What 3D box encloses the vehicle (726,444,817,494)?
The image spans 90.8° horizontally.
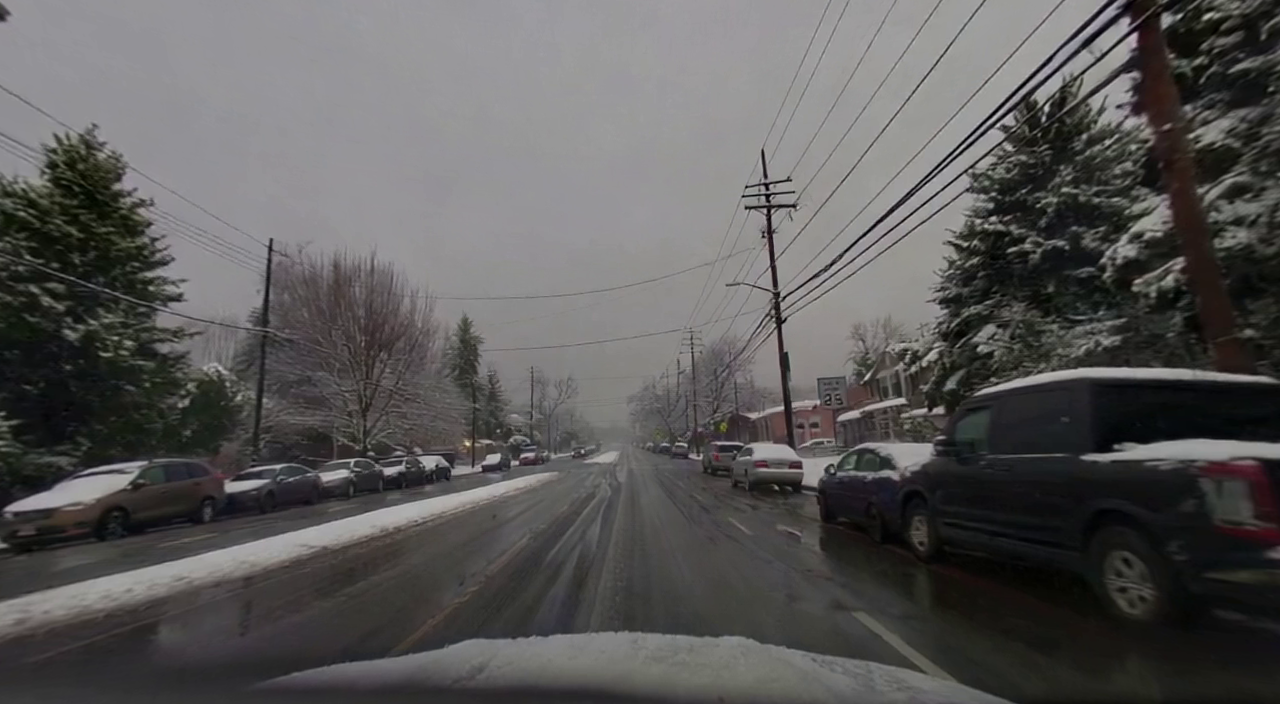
[{"bbox_3d":[4.227,3.851,21.151,1.989,1.471,4.460,0,-9,-1],"label":"vehicle"}]

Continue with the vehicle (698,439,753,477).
[{"bbox_3d":[4.296,5.428,32.481,2.126,1.802,4.259,0,-9,-2],"label":"vehicle"}]

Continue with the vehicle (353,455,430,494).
[{"bbox_3d":[-11.034,5.443,28.365,1.804,1.513,4.450,0,-9,-3],"label":"vehicle"}]

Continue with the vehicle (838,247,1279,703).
[{"bbox_3d":[3.986,0.829,3.546,3.500,2.118,6.308,0,-7,-2],"label":"vehicle"}]

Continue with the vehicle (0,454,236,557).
[{"bbox_3d":[-11.054,3.060,13.372,2.061,1.737,4.370,0,-9,0],"label":"vehicle"}]

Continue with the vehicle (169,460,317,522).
[{"bbox_3d":[-11.203,3.906,18.196,1.689,1.461,4.008,0,-9,-1],"label":"vehicle"}]

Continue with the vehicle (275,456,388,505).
[{"bbox_3d":[-11.051,4.597,23.084,1.955,1.522,4.759,0,-9,-3],"label":"vehicle"}]
